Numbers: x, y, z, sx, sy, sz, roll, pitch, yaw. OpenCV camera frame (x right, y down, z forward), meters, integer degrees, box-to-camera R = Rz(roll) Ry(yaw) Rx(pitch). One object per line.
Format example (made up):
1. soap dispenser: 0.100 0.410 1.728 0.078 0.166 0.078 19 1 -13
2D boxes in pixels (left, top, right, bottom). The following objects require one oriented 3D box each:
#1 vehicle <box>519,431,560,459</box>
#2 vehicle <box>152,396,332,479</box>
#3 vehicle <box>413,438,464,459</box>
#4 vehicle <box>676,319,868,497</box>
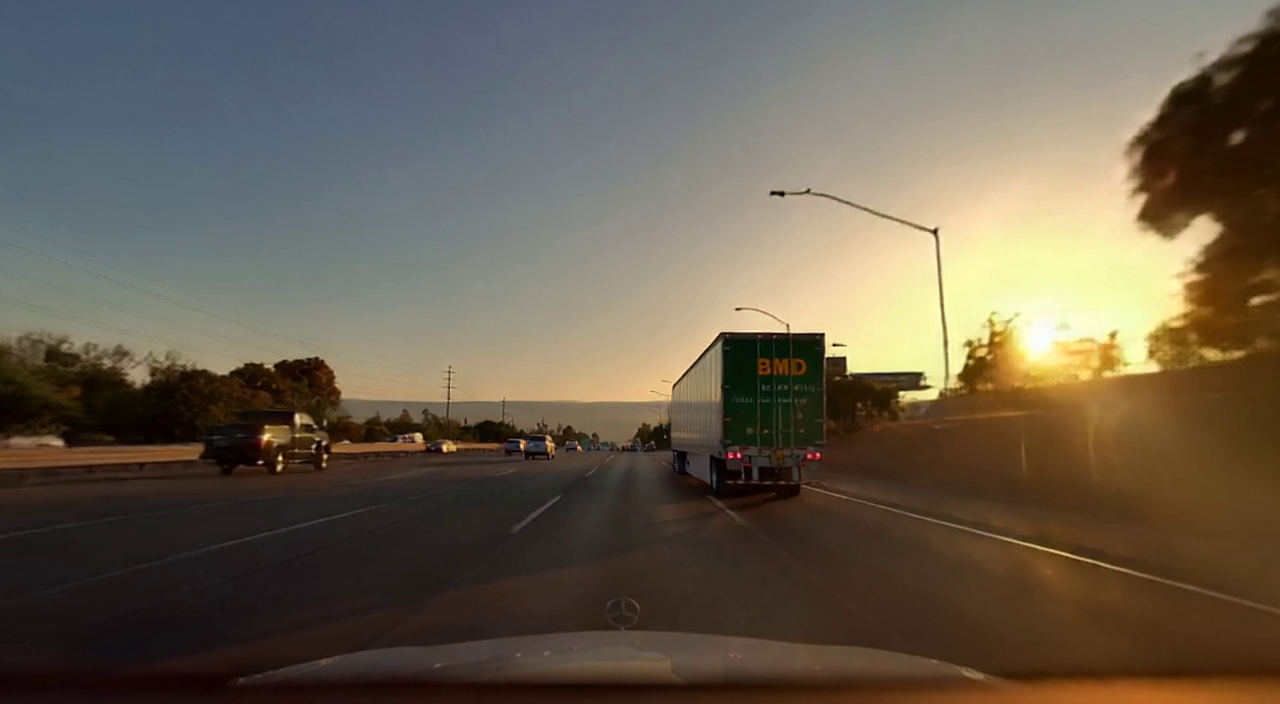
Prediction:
1. vehicle: -7.303 6.801 46.333 2.100 1.905 5.119 0 -8 1
2. vehicle: -13.940 3.104 22.835 2.307 2.571 6.260 0 -8 0
3. vehicle: -14.074 6.771 44.406 2.067 1.398 4.863 0 -8 -1
4. vehicle: 3.327 2.280 21.494 2.891 3.944 15.051 0 -8 -2
